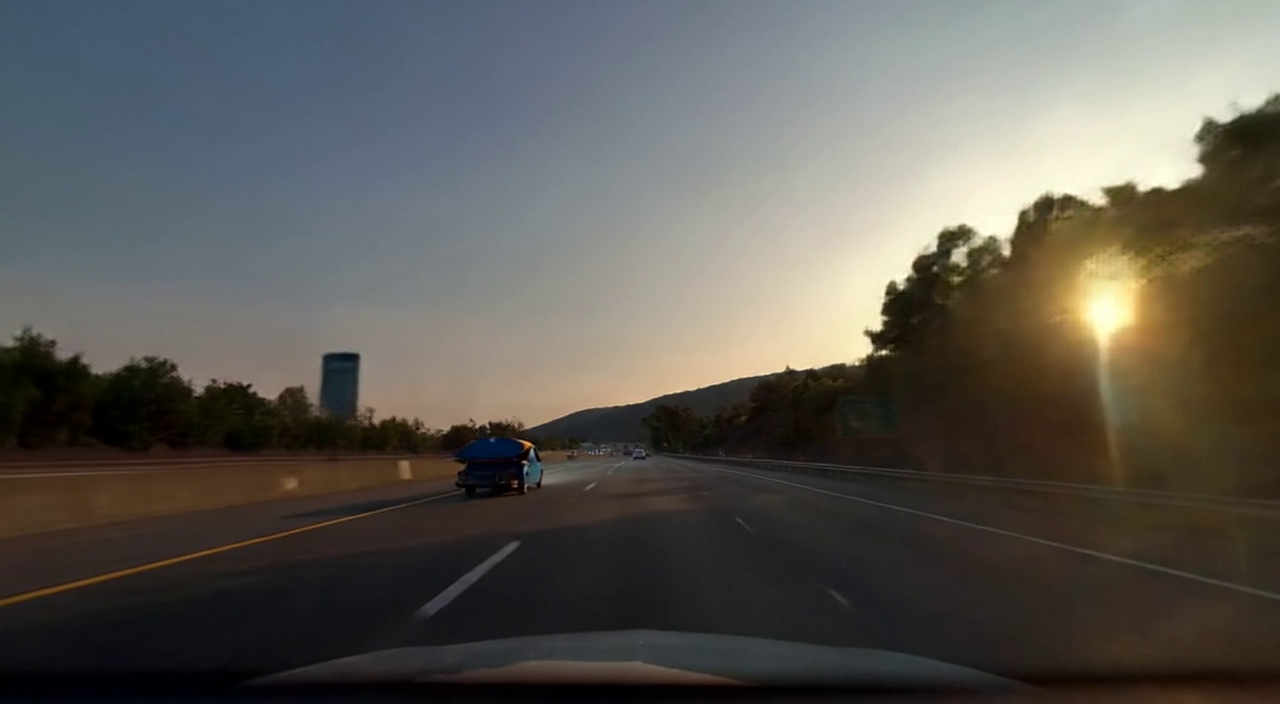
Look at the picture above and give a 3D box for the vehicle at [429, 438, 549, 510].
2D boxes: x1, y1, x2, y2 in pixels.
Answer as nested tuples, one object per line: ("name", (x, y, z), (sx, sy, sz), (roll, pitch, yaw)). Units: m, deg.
("vehicle", (-3.576, 2.977, 15.763), (1.965, 1.556, 3.971), (0, -9, 1))
